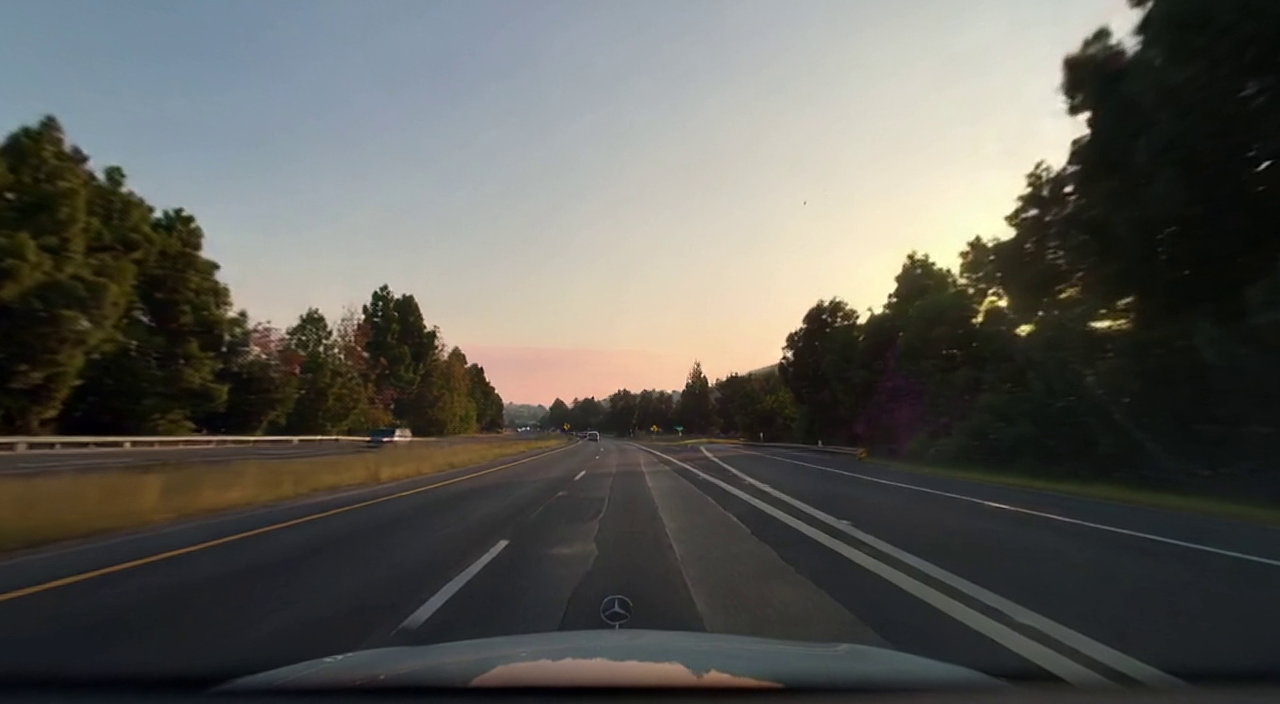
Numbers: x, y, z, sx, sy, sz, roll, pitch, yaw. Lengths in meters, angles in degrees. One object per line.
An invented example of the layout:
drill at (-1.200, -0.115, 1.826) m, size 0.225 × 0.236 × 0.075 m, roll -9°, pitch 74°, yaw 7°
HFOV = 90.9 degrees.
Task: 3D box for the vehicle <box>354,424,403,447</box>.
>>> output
vehicle at (-17.337, 5.555, 41.986) m, size 1.761 × 1.429 × 3.686 m, roll 0°, pitch -8°, yaw -1°
